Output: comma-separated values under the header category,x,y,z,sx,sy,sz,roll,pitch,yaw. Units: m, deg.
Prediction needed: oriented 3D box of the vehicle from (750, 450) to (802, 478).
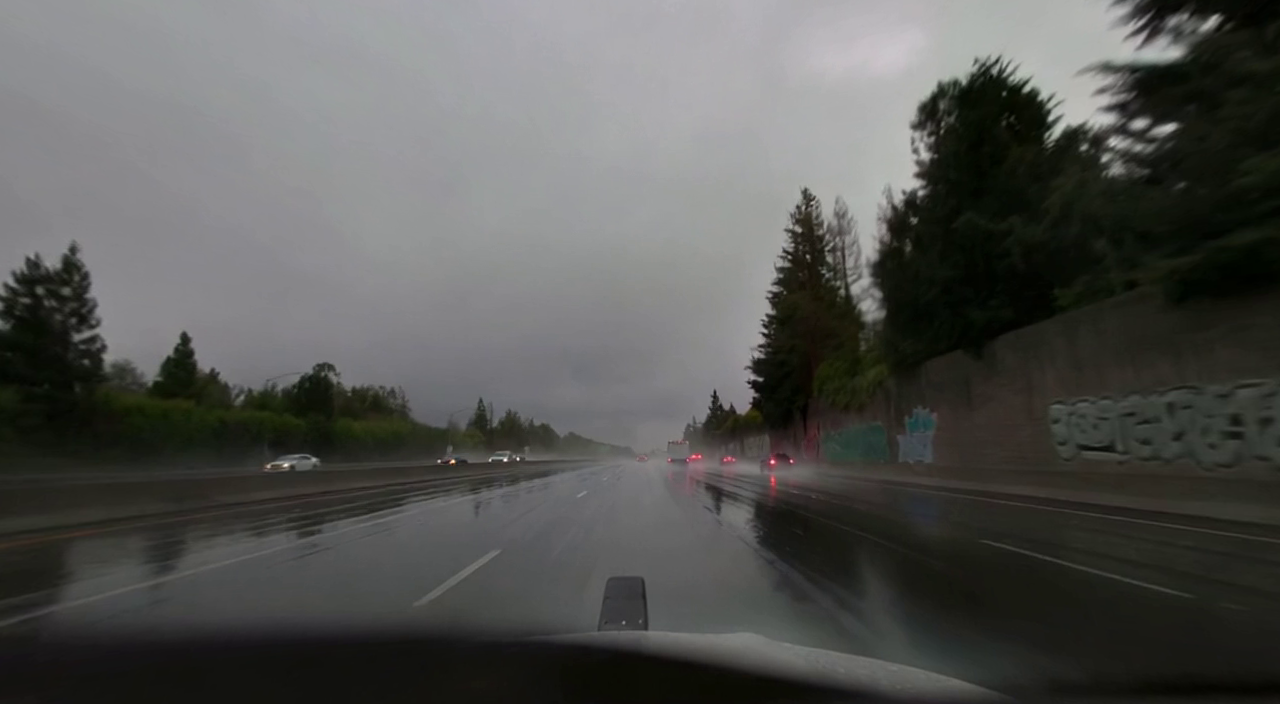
category,x,y,z,sx,sy,sz,roll,pitch,yaw
vehicle,7.681,6.346,35.946,1.907,1.495,4.517,0,-9,0

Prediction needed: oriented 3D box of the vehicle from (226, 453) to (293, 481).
category,x,y,z,sx,sy,sz,roll,pitch,yaw
vehicle,-25.100,7.566,41.740,1.943,1.681,4.492,1,-9,-6
